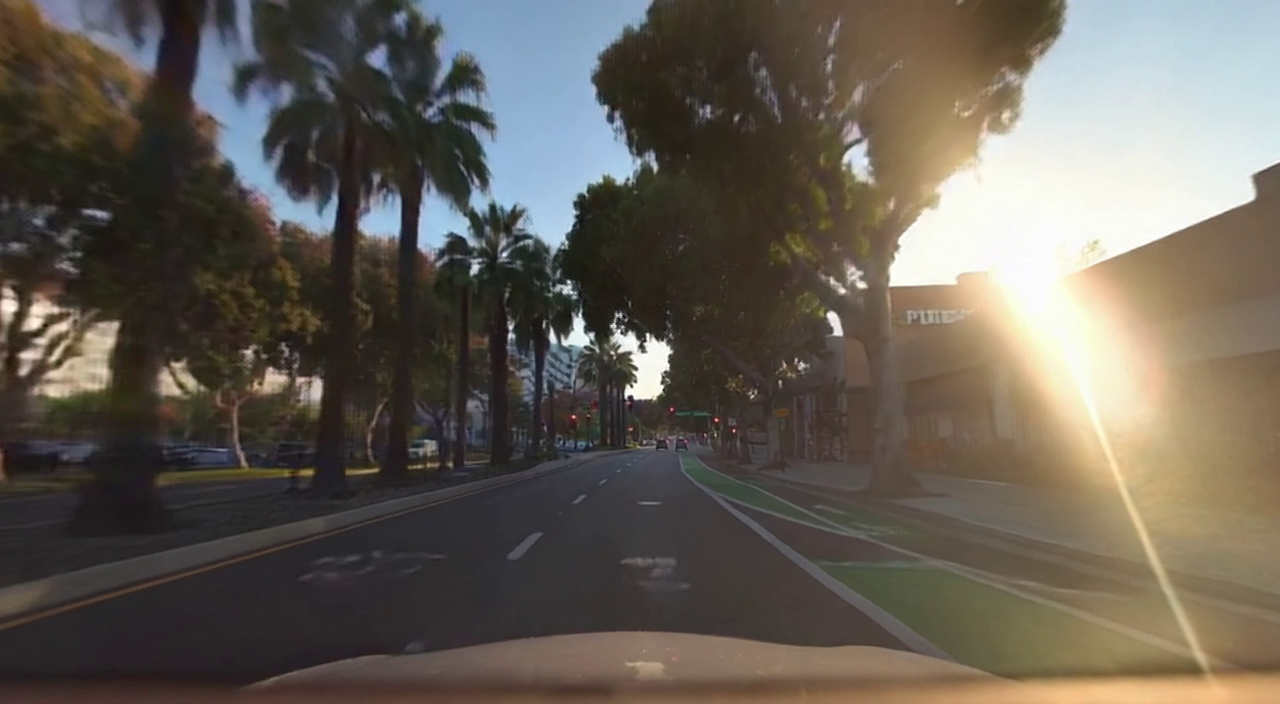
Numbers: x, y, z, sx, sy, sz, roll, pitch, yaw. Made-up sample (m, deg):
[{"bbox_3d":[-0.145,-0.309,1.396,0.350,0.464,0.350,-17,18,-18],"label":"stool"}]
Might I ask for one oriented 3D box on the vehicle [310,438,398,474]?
[{"bbox_3d":[-16.501,6.050,36.892,2.211,1.924,5.789,0,-9,3],"label":"vehicle"}]
